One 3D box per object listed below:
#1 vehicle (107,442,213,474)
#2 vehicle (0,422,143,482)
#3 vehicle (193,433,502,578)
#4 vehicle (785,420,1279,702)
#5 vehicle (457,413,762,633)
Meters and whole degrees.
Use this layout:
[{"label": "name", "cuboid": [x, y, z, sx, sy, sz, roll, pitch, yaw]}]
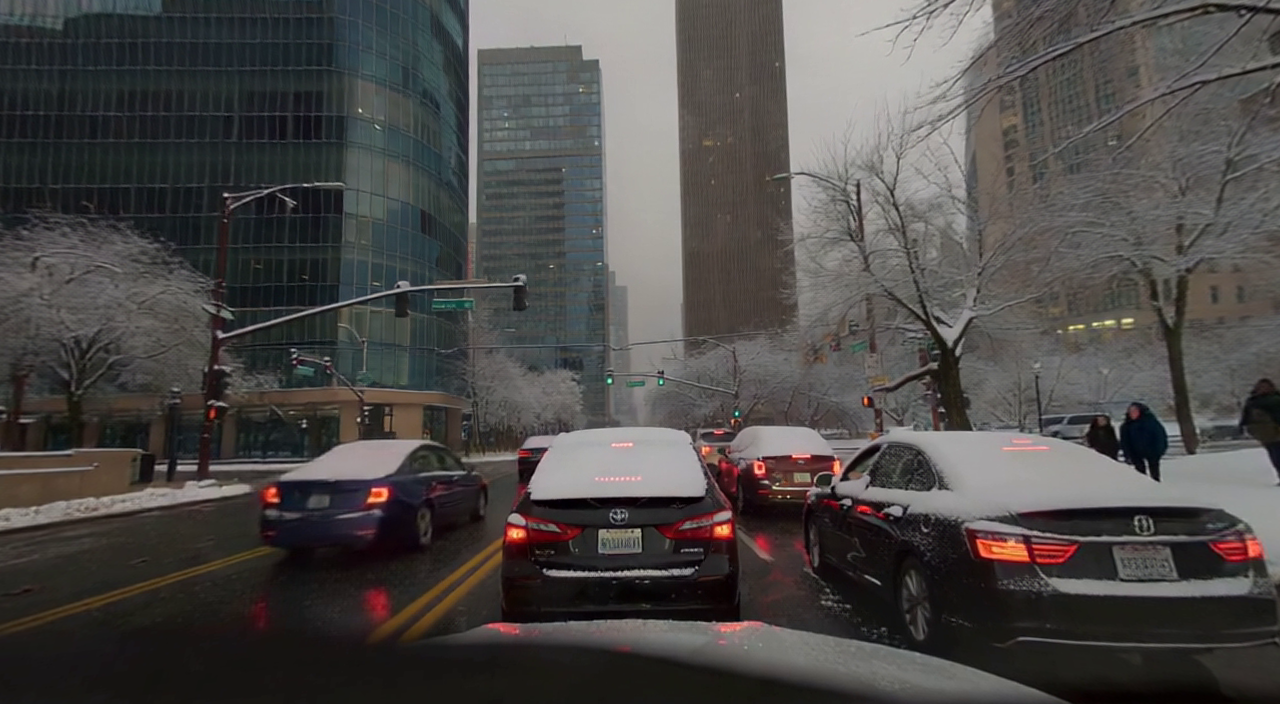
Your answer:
[{"label": "vehicle", "cuboid": [-33.748, 7.445, 44.284, 5.598, 2.130, 2.121, 0, -8, -2]}, {"label": "vehicle", "cuboid": [-30.101, 5.115, 32.314, 6.756, 2.955, 2.367, 0, -8, -1]}, {"label": "vehicle", "cuboid": [-3.441, 1.867, 8.597, 1.957, 1.427, 4.531, 0, -8, 1]}, {"label": "vehicle", "cuboid": [2.749, 1.406, 5.444, 1.952, 1.464, 4.165, 0, -8, -1]}, {"label": "vehicle", "cuboid": [-0.274, 1.465, 6.389, 2.072, 1.476, 4.078, 0, -8, -2]}]
